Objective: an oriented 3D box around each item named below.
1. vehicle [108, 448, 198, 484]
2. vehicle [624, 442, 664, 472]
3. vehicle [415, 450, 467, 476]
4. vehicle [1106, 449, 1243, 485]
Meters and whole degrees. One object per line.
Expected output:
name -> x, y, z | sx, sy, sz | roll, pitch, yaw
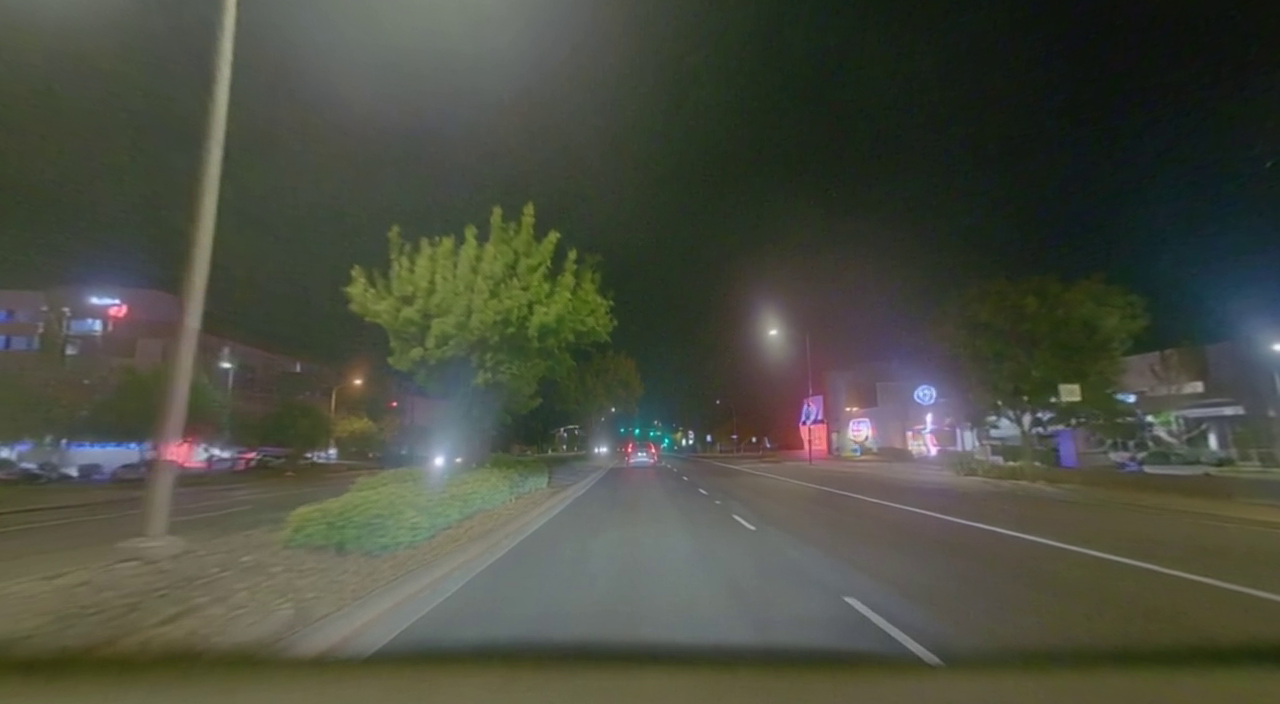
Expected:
vehicle -> -28.198, 6.581, 36.676 | 2.061, 1.871, 5.360 | 2, -9, -14
vehicle -> 0.140, 5.517, 33.177 | 1.998, 1.452, 3.773 | 0, -8, -1
vehicle -> -12.526, 7.010, 39.951 | 1.833, 1.469, 4.343 | 0, -8, 1
vehicle -> 24.336, 5.205, 28.926 | 1.863, 1.454, 4.758 | 1, -9, -5
